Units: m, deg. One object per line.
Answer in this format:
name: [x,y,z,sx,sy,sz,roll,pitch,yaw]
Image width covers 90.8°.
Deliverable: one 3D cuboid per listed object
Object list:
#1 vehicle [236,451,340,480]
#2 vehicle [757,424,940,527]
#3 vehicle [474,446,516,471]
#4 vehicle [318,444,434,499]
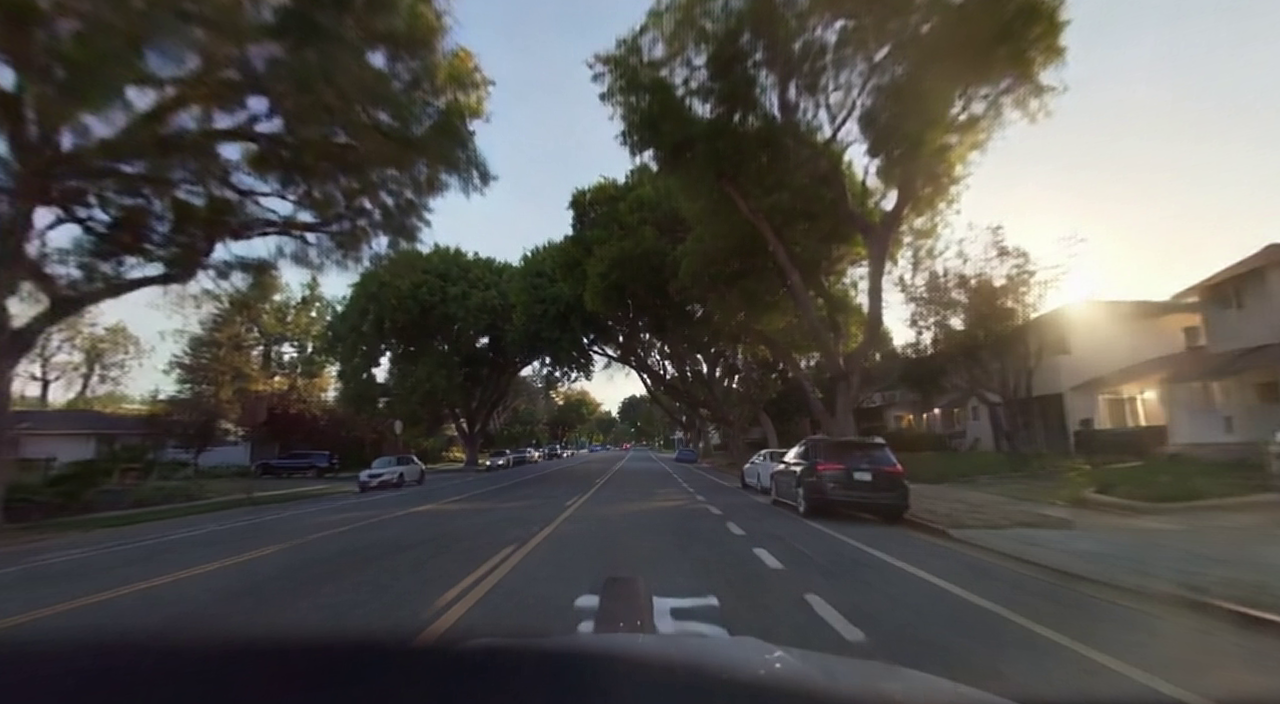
vehicle: [-19.242,6.215,34.686,4.530,1.477,1.843,0,-8,-1]
vehicle: [4.166,2.564,13.716,2.254,1.812,4.817,0,-8,-1]
vehicle: [-10.811,7.980,47.254,2.082,1.661,4.403,-3,-10,0]
vehicle: [-10.678,4.814,26.150,2.338,1.871,5.795,-4,-8,0]
